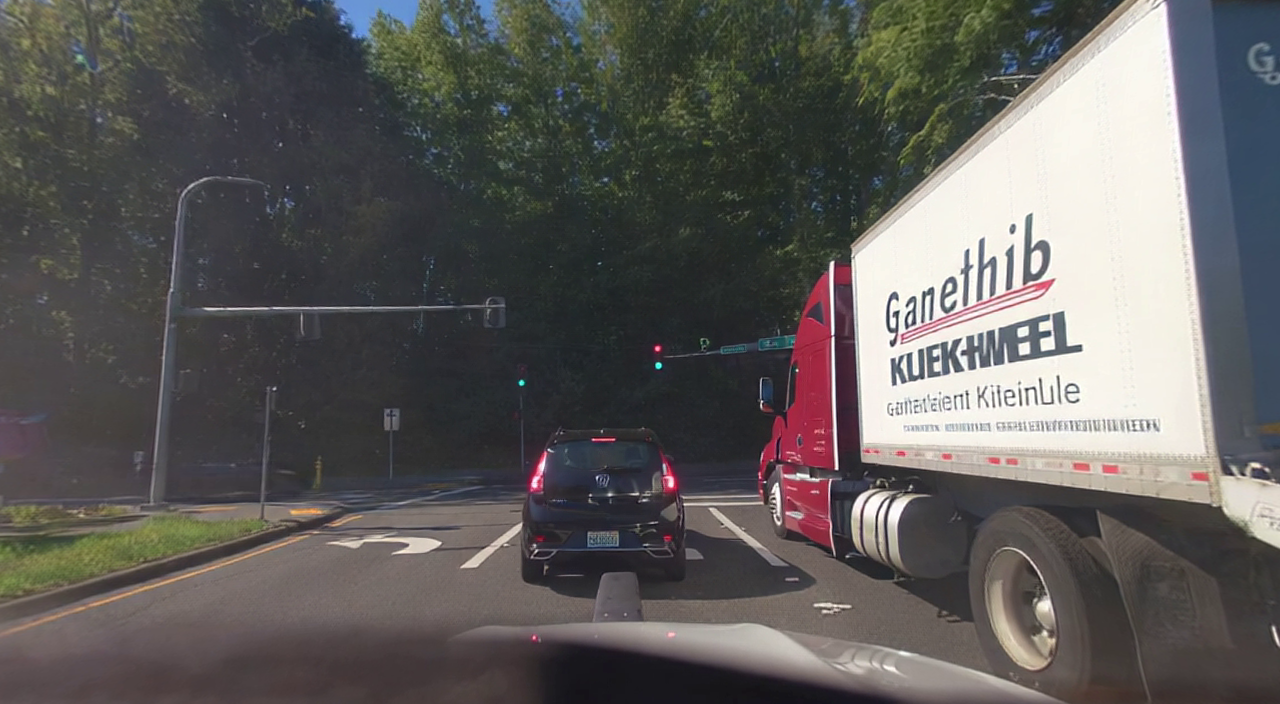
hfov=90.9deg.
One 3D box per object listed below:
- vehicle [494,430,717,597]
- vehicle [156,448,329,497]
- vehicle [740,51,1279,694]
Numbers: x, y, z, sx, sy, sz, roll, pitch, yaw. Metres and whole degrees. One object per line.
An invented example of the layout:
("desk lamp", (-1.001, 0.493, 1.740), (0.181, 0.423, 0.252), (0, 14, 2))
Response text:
("vehicle", (-0.343, 1.710, 7.431), (1.975, 1.457, 3.526), (0, -9, -1))
("vehicle", (-14.195, 4.318, 22.807), (4.839, 1.659, 1.877), (1, -9, -8))
("vehicle", (3.496, 0.725, 8.488), (2.884, 3.753, 9.763), (0, -9, 1))
